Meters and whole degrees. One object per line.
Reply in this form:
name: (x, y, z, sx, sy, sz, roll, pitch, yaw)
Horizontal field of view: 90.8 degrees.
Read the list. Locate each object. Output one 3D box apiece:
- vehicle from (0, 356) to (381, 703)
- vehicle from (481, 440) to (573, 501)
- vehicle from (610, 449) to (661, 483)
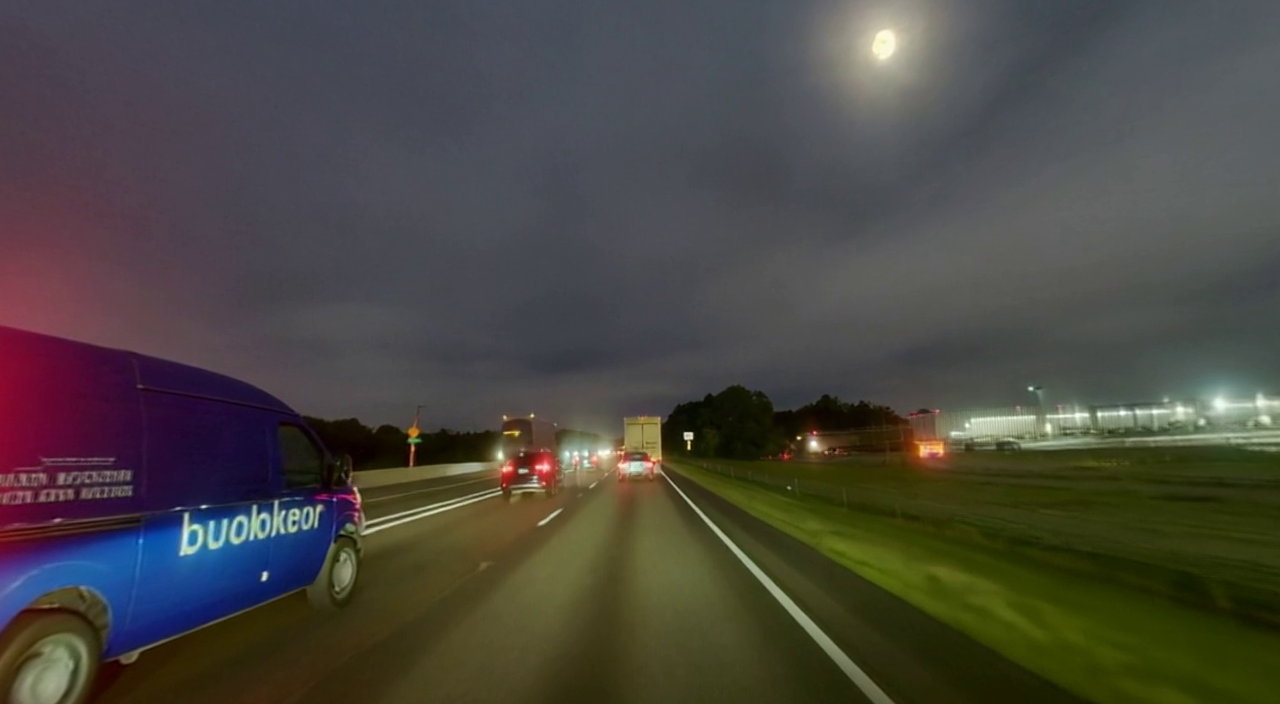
vehicle: (-3.300, 1.017, 3.145, 2.117, 1.688, 4.582, 0, -9, -1)
vehicle: (-3.223, 3.458, 18.802, 1.937, 1.600, 4.141, 0, -9, 1)
vehicle: (-0.218, 5.012, 28.024, 2.095, 1.393, 3.908, 0, -9, -1)
